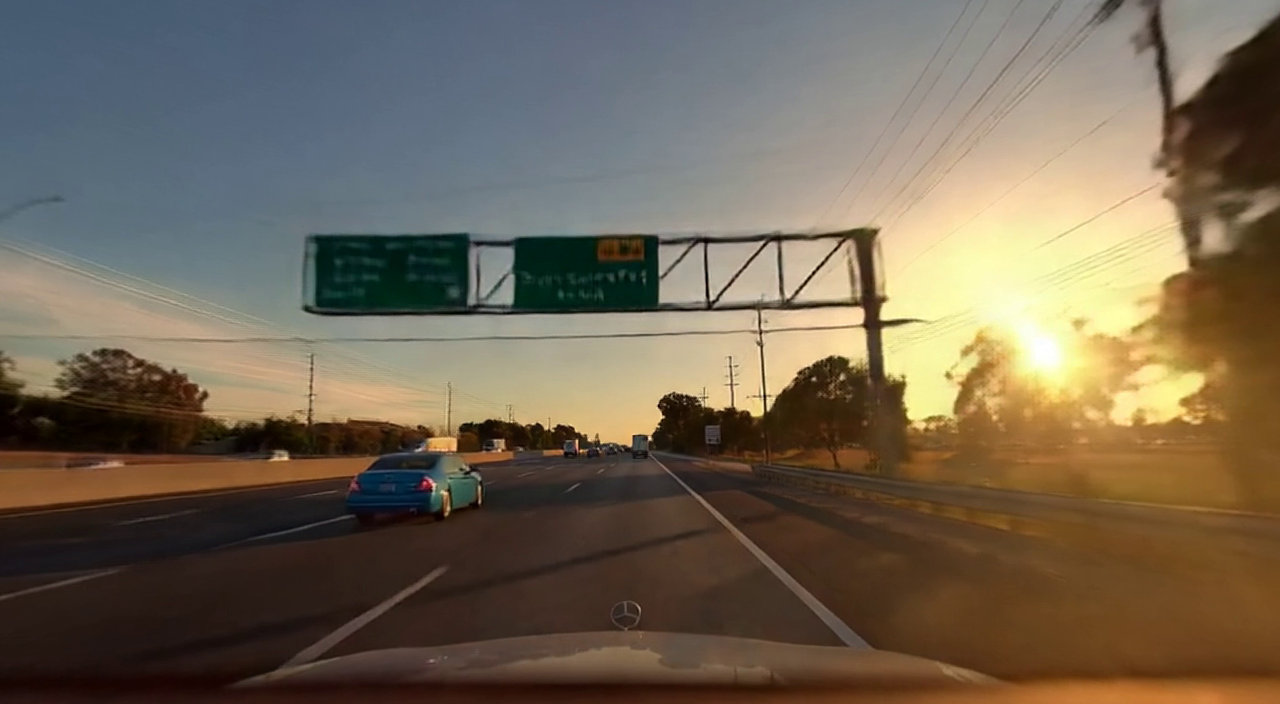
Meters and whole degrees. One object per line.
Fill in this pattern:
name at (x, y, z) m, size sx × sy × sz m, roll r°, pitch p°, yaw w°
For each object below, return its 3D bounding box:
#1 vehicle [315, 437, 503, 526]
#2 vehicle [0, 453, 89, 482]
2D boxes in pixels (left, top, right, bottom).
vehicle at (-4.419, 2.543, 12.984) m, size 2.104 × 1.501 × 4.459 m, roll 0°, pitch -9°, yaw 1°
vehicle at (-36.190, 6.886, 37.786) m, size 1.822 × 1.519 × 4.725 m, roll 0°, pitch -9°, yaw 1°
